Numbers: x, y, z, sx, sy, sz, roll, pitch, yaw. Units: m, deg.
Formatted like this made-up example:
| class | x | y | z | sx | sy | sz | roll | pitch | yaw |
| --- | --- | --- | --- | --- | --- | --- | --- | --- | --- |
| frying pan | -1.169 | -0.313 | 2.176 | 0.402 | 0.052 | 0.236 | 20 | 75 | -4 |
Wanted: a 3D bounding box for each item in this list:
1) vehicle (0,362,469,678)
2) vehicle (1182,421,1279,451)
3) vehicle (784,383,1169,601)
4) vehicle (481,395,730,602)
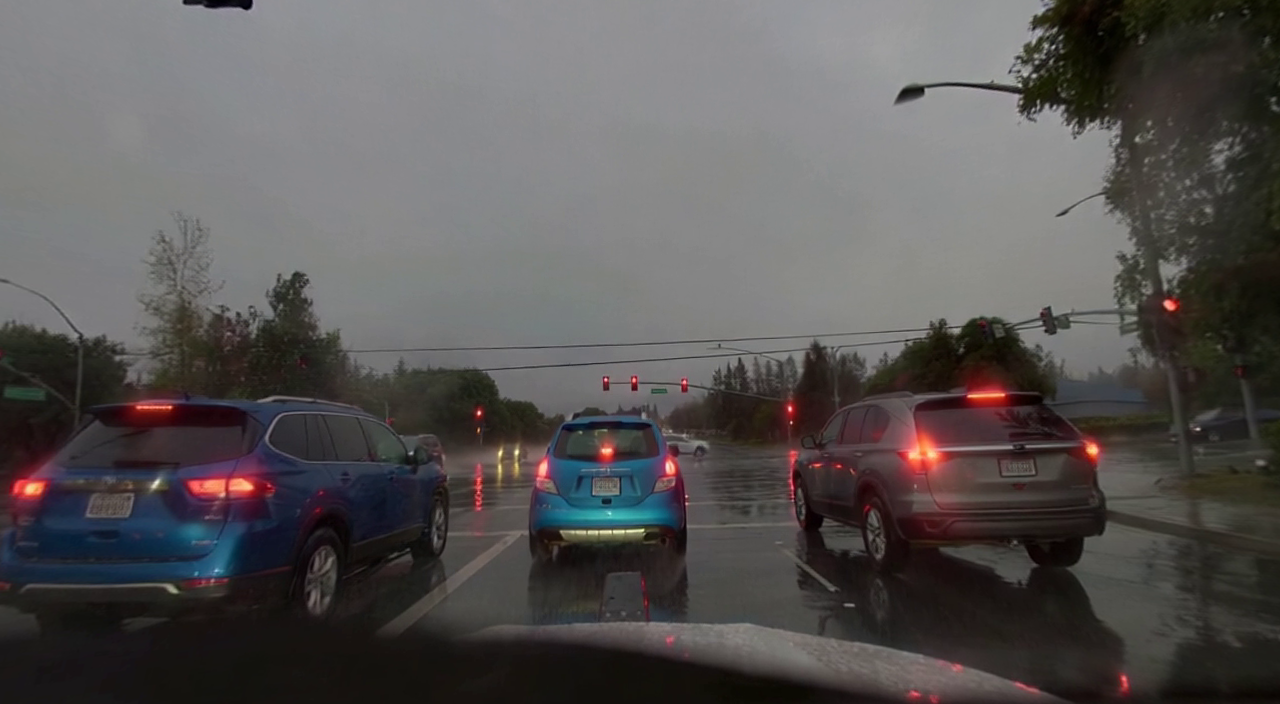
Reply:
| class | x | y | z | sx | sy | sz | roll | pitch | yaw |
| --- | --- | --- | --- | --- | --- | --- | --- | --- | --- |
| vehicle | -3.273 | 1.279 | 5.903 | 2.047 | 1.810 | 4.414 | 0 | -8 | 1 |
| vehicle | 32.819 | 4.648 | 34.751 | 4.175 | 1.634 | 1.877 | 1 | -8 | -4 |
| vehicle | 3.283 | 1.479 | 7.512 | 2.083 | 1.779 | 4.532 | 0 | -8 | 0 |
| vehicle | -0.231 | 1.512 | 7.315 | 2.067 | 1.702 | 3.987 | 0 | -8 | 2 |
